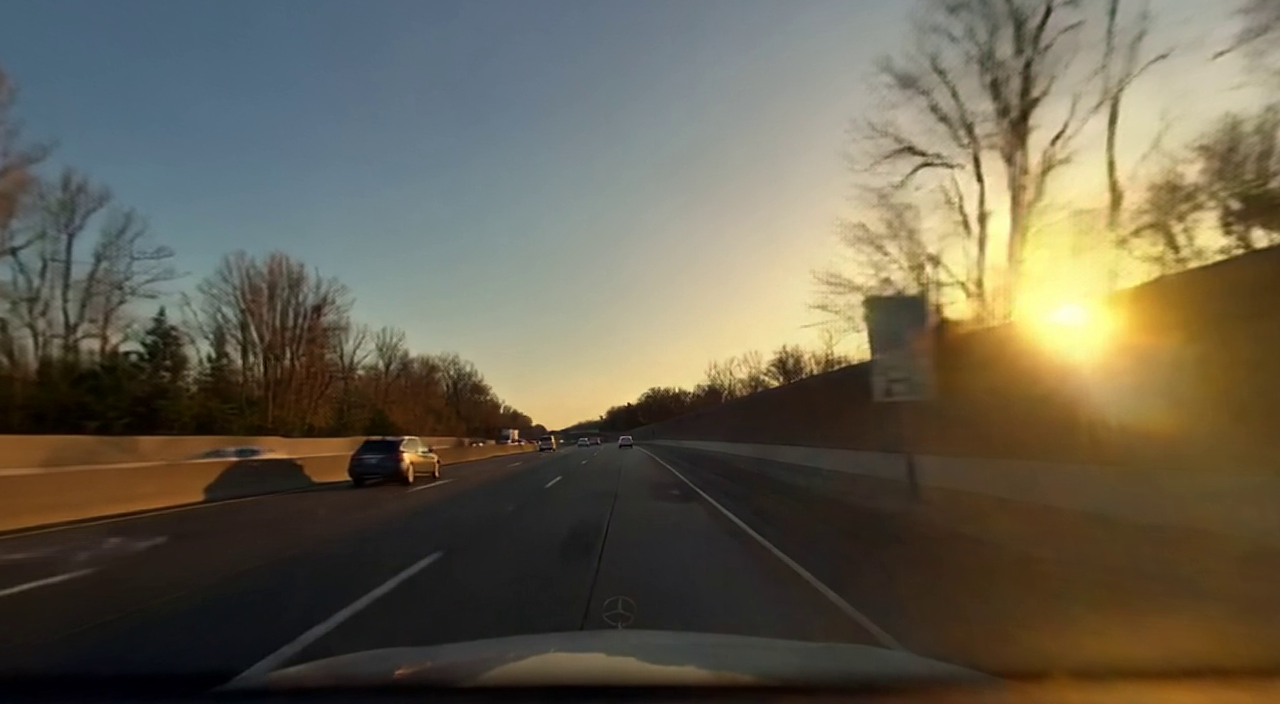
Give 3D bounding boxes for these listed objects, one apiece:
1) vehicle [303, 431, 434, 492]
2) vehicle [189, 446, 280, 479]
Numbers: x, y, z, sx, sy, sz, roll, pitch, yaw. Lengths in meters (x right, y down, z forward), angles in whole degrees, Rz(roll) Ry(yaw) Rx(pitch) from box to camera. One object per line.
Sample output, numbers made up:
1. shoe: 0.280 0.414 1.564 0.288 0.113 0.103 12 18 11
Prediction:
1. vehicle: -7.619 3.075 18.185 1.972 1.532 4.222 0 -8 -1
2. vehicle: -20.596 5.614 32.158 1.754 1.491 4.442 0 -8 -1
